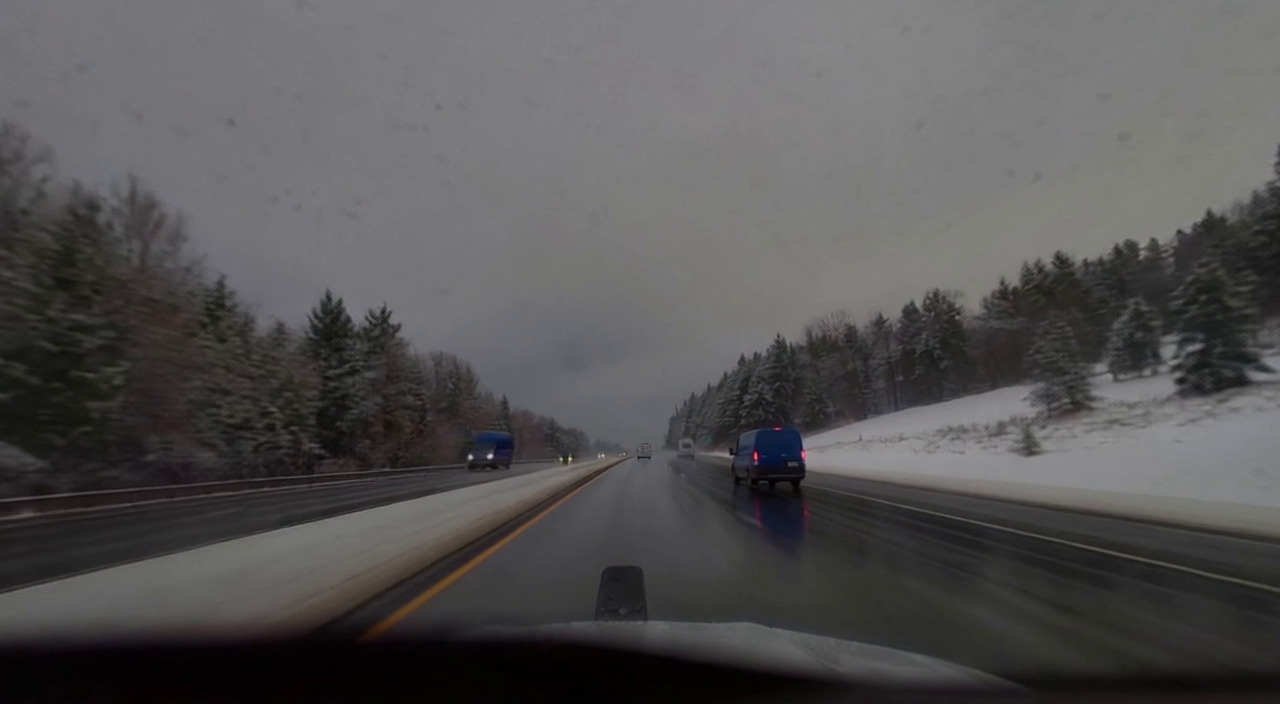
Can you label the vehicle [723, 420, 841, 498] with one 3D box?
[{"bbox_3d":[4.125,3.234,19.306,2.371,2.045,4.768,0,-9,-1],"label":"vehicle"}]
